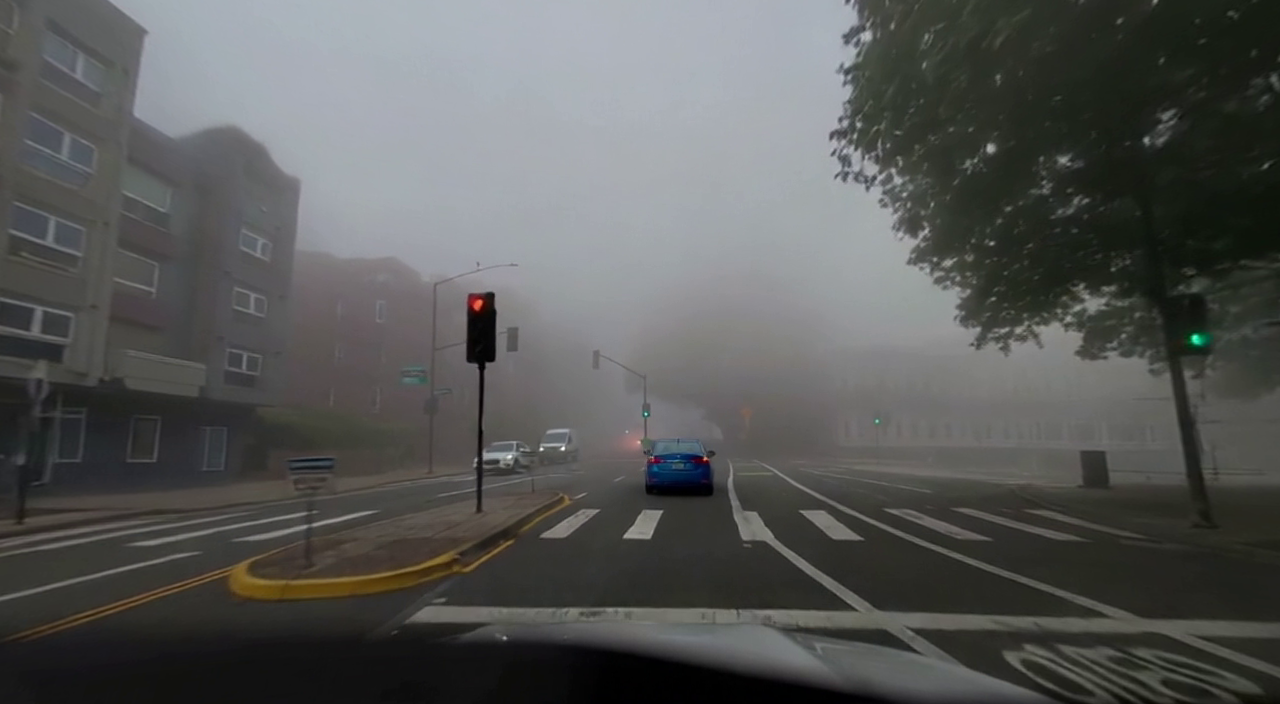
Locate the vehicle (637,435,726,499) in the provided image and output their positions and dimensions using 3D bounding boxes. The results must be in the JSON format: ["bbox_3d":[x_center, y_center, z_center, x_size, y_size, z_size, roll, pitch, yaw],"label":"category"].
[{"bbox_3d":[1.054,2.861,16.109,1.950,1.401,4.159,-1,-8,4],"label":"vehicle"}]

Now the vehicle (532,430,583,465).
[{"bbox_3d":[-5.103,6.005,39.727,2.310,2.045,4.763,-1,-8,4],"label":"vehicle"}]

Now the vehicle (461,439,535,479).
[{"bbox_3d":[-5.859,4.444,26.535,1.884,1.509,4.416,-1,-8,3],"label":"vehicle"}]
